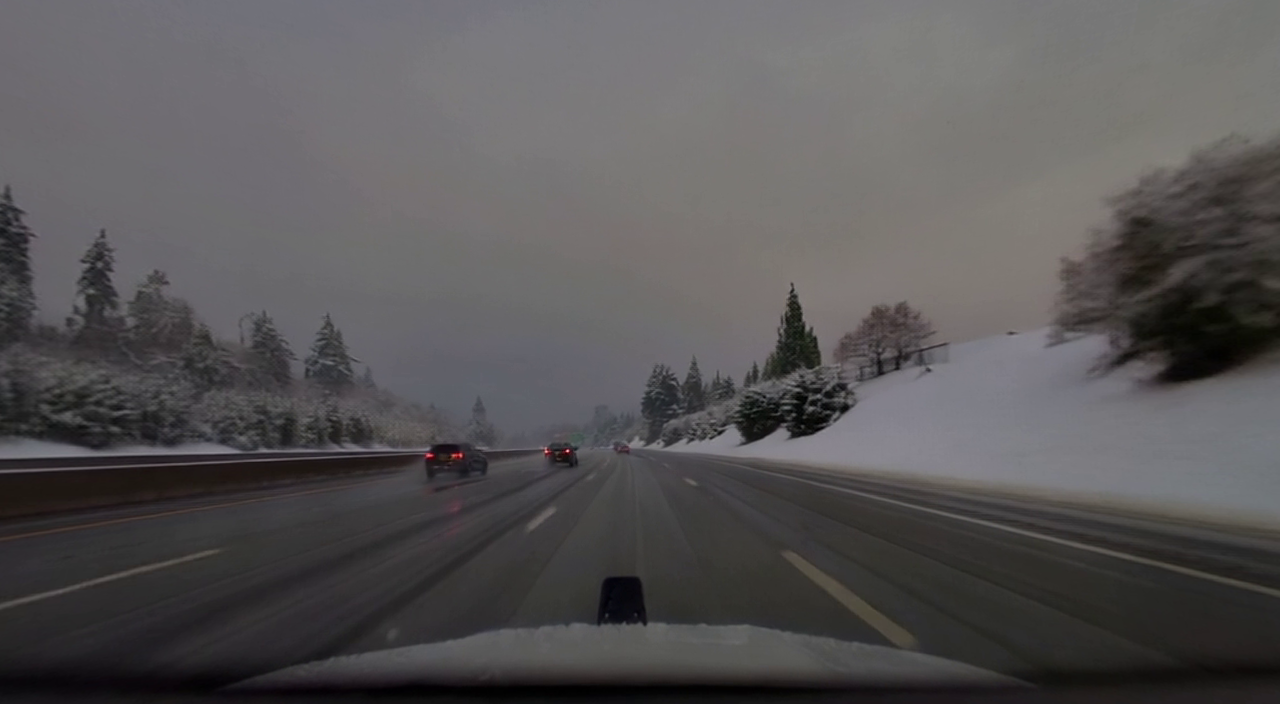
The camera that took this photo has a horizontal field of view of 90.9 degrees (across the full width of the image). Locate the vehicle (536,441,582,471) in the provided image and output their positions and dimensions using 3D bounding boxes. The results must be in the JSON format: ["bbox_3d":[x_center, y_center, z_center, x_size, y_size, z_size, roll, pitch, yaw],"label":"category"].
[{"bbox_3d":[-4.163,5.420,32.996,1.936,1.465,4.060,0,-8,0],"label":"vehicle"}]

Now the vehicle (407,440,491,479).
[{"bbox_3d":[-7.767,4.403,26.143,2.038,1.463,4.656,0,-8,0],"label":"vehicle"}]
